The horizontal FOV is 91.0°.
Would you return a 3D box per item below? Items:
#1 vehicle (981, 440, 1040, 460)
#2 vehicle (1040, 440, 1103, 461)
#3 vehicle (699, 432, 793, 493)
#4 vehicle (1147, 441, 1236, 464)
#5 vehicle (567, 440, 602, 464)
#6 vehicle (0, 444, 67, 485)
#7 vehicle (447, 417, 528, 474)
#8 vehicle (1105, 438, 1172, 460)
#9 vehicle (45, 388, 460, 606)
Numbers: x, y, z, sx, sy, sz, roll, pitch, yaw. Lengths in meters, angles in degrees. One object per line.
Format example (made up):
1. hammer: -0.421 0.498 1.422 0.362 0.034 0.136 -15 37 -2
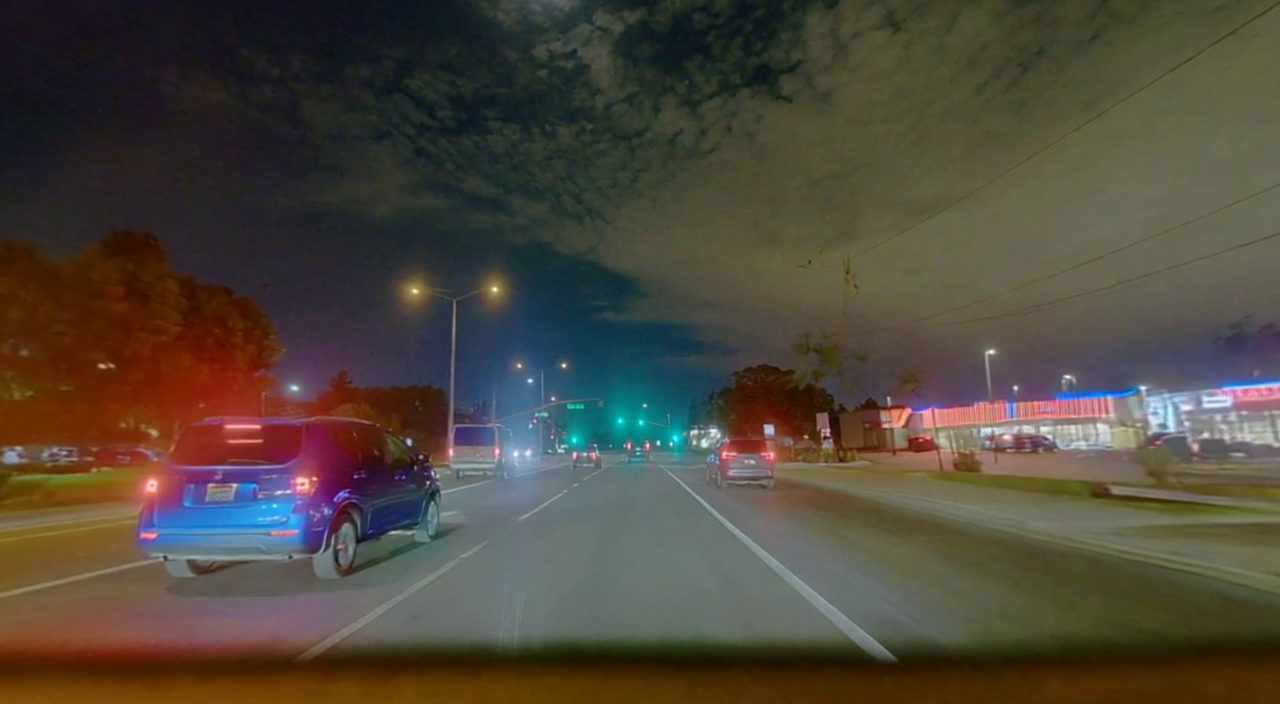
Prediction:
1. vehicle: 28.095 7.434 47.886 1.760 1.431 4.343 0 -9 -2
2. vehicle: 33.200 7.611 48.576 1.817 1.503 4.238 0 -9 -1
3. vehicle: 3.375 3.648 21.150 2.167 1.792 4.835 1 -9 -2
4. vehicle: 43.209 7.878 49.543 1.980 1.596 5.674 -1 -8 1
5. vehicle: -4.091 7.519 47.320 2.133 1.677 4.727 0 -9 0
6. vehicle: -29.963 5.255 29.551 4.126 1.850 1.972 0 -9 2
7. vehicle: -7.648 4.831 32.444 2.863 2.592 6.410 1 -9 -3
8. vehicle: 38.142 7.434 48.286 1.812 1.641 3.875 1 -9 -3
9. vehicle: -3.756 1.495 7.311 2.038 1.748 4.303 0 -9 0
